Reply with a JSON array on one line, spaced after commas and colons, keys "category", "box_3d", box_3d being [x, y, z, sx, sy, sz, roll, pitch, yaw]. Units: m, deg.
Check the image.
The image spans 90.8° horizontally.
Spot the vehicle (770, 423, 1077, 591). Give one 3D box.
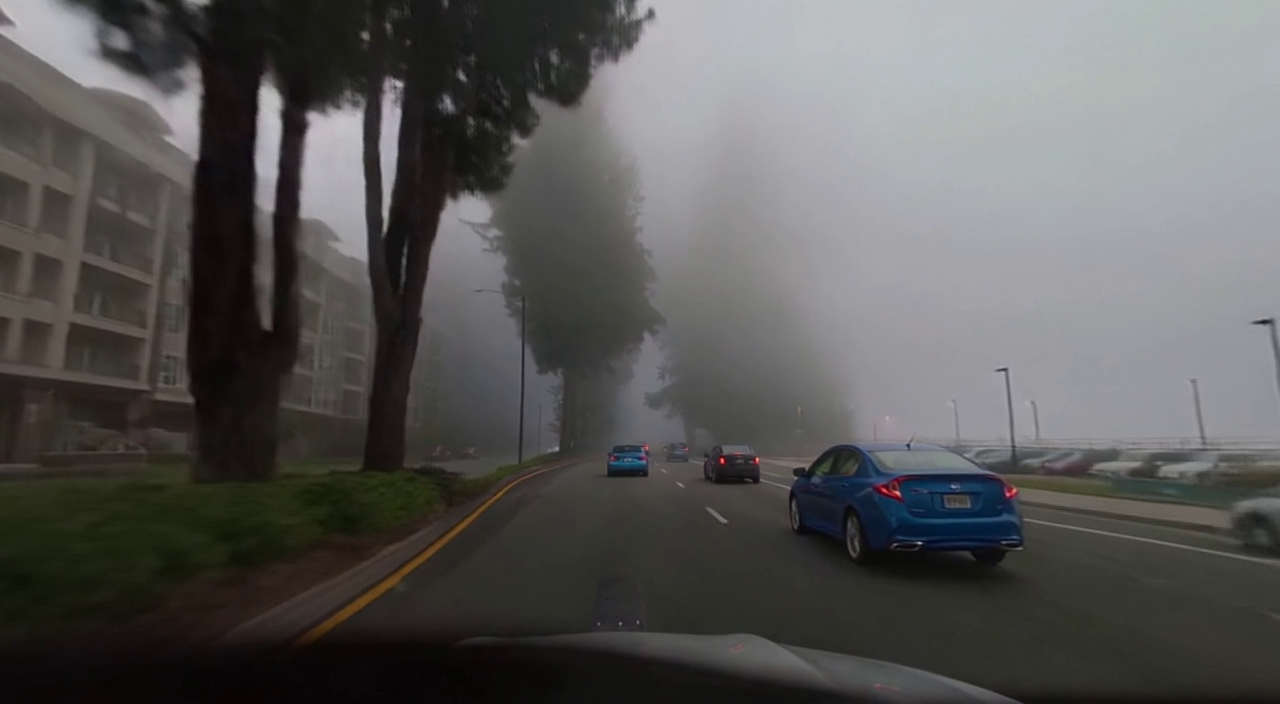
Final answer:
[{"category": "vehicle", "box_3d": [2.979, 1.695, 7.695, 1.852, 1.498, 3.825, 0, -9, -2]}]

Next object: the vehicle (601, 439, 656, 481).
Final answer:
[{"category": "vehicle", "box_3d": [-0.421, 4.187, 24.727, 1.994, 1.479, 3.647, 0, -9, -1]}]

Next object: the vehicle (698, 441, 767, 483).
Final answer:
[{"category": "vehicle", "box_3d": [3.422, 4.180, 24.233, 1.908, 1.453, 4.230, 0, -9, -1]}]
